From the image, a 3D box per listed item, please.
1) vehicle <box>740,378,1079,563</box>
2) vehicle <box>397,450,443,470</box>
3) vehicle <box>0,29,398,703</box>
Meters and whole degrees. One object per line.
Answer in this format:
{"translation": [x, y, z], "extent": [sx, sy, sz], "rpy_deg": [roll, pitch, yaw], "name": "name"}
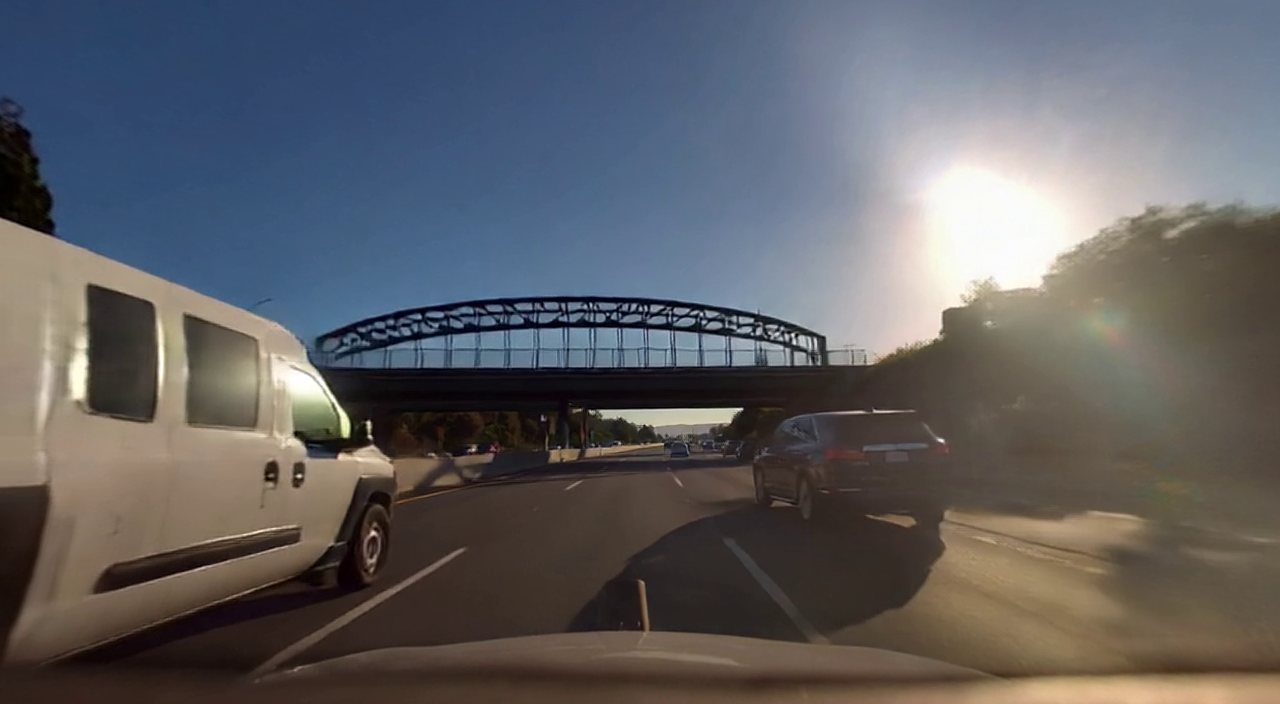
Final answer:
{"translation": [3.458, 1.747, 10.014], "extent": [2.693, 2.044, 5.882], "rpy_deg": [0, -9, -1], "name": "vehicle"}
{"translation": [-17.085, 8.377, 49.278], "extent": [1.850, 1.488, 4.507], "rpy_deg": [0, -9, 2], "name": "vehicle"}
{"translation": [-3.413, 0.296, 2.625], "extent": [2.369, 2.682, 6.088], "rpy_deg": [0, -9, 0], "name": "vehicle"}
